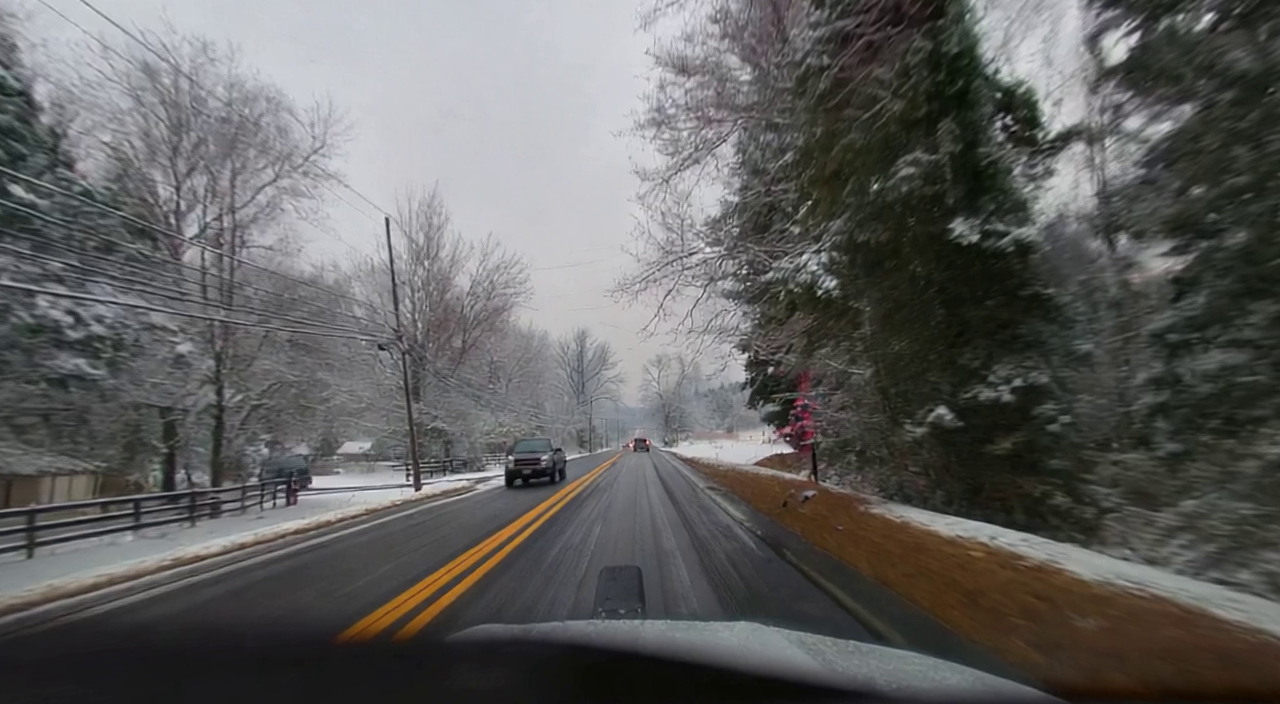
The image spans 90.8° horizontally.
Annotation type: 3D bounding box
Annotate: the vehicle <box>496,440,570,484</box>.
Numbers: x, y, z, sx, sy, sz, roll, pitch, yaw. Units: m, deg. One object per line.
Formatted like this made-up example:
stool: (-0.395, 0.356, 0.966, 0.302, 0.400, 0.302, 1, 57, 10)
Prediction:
vehicle: (-4.021, 4.211, 24.499, 2.093, 1.563, 4.142, 0, -8, 1)
